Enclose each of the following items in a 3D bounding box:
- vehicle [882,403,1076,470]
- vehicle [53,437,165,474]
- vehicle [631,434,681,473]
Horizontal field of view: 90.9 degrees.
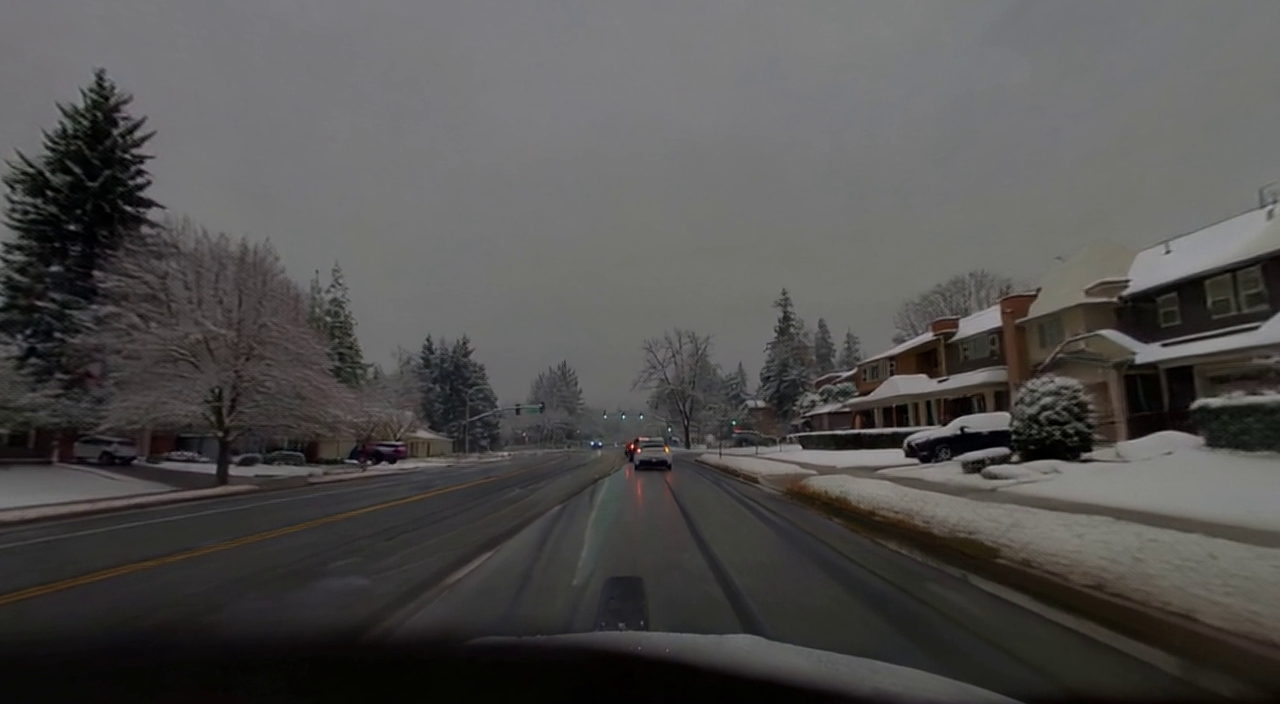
[{"bbox_3d":[10.288,2.611,19.400,4.746,1.485,1.916,-6,-8,0],"label":"vehicle"},{"bbox_3d":[-28.372,5.487,33.666,5.100,1.864,2.490,-4,-9,25],"label":"vehicle"},{"bbox_3d":[0.684,4.563,28.342,2.088,1.607,3.903,0,-9,1],"label":"vehicle"}]
